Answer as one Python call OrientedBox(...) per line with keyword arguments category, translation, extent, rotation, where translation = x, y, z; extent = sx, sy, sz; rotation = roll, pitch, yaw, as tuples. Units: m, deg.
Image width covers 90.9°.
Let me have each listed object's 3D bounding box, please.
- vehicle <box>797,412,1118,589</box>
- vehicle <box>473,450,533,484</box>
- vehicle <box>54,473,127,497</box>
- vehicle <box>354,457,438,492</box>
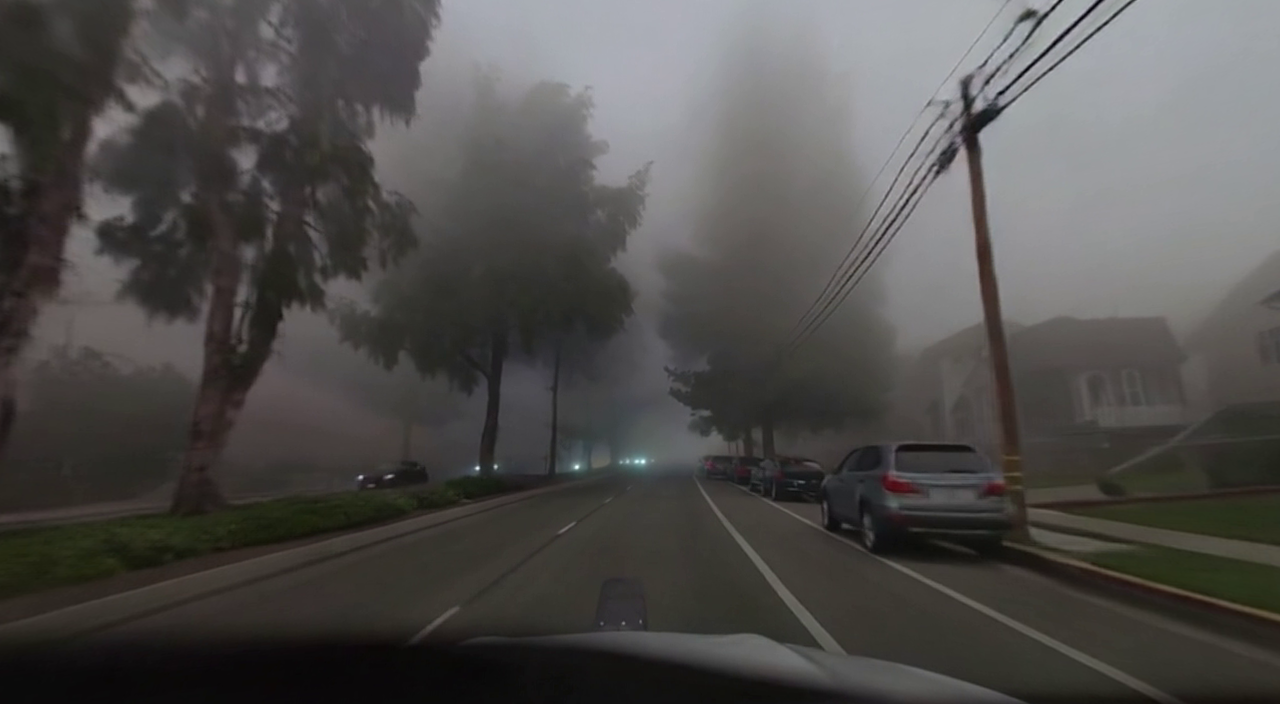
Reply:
OrientedBox(category="vehicle", translation=(3.915, 1.923, 9.194), extent=(2.166, 1.798, 5.256), rotation=(-1, -8, 3))
OrientedBox(category="vehicle", translation=(-7.526, 6.352, 35.197), extent=(2.331, 1.696, 4.861), rotation=(0, -8, -1))
OrientedBox(category="vehicle", translation=(-42.898, 10.368, 49.254), extent=(4.398, 1.639, 1.919), rotation=(-2, -9, 11))
OrientedBox(category="vehicle", translation=(-11.832, 5.958, 30.995), extent=(1.999, 1.467, 4.618), rotation=(-1, -8, 4))
